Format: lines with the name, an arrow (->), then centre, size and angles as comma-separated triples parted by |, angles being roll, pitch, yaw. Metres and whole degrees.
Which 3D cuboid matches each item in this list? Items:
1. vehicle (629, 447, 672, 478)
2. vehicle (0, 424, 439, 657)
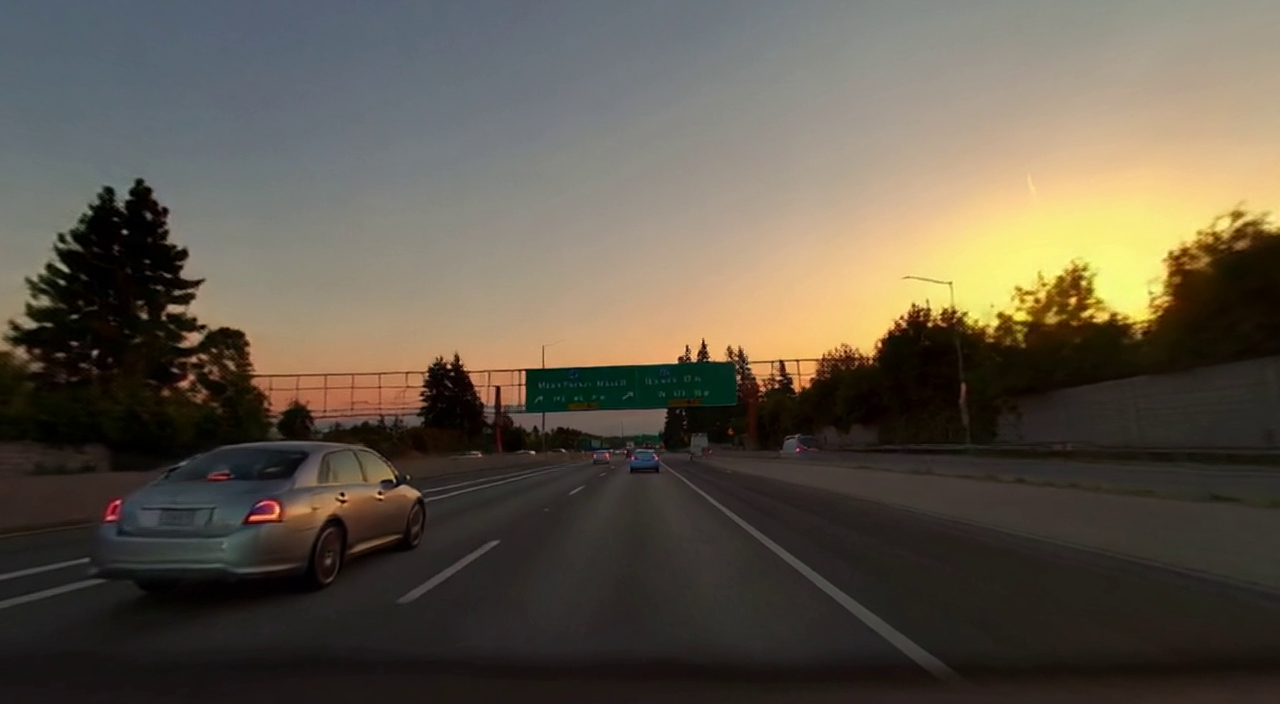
vehicle -> 0.480, 5.417, 31.095 | 2.002, 1.449, 3.612 | 0, -9, 0
vehicle -> -3.707, 1.535, 6.180 | 2.062, 1.474, 4.151 | 0, -9, 1
